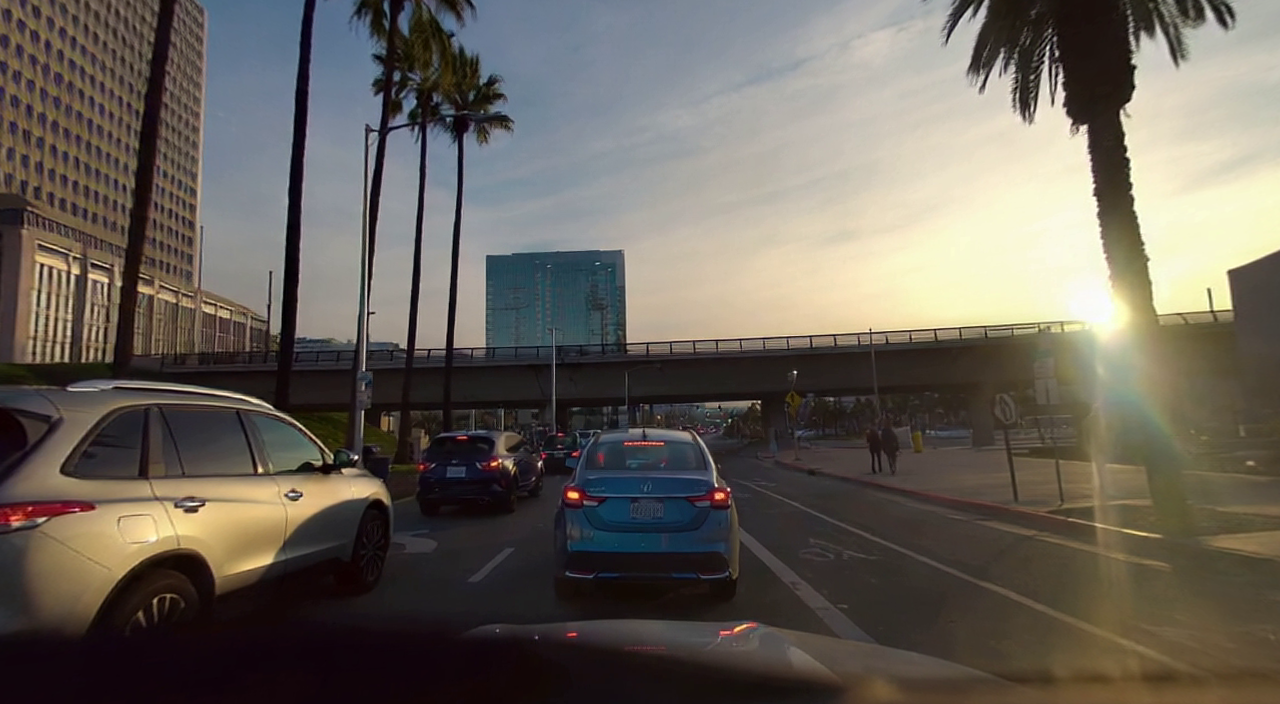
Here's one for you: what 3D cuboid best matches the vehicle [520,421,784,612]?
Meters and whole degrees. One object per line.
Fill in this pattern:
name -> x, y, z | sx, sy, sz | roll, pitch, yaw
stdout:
vehicle -> 0.077, 1.586, 7.034 | 2.036, 1.461, 4.129 | 0, -8, 0

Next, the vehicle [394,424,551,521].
vehicle -> -3.180, 2.379, 12.943 | 1.955, 1.637, 4.032 | 0, -8, 2

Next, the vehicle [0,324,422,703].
vehicle -> -3.268, 1.068, 4.195 | 2.014, 1.740, 4.359 | 0, -8, 1
